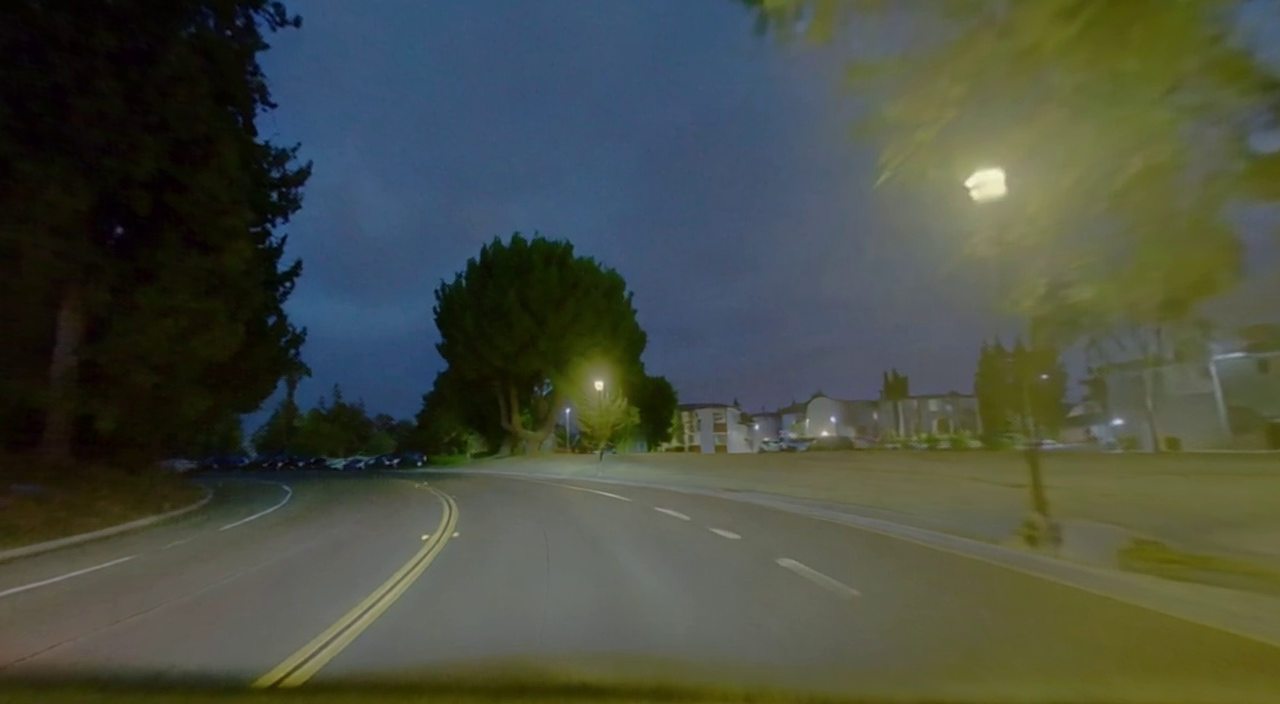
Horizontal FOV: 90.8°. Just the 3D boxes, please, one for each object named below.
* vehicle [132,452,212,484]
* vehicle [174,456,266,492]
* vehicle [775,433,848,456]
[{"bbox_3d":[-28.098,6.891,37.884,4.946,1.537,2.206,-4,-7,34],"label":"vehicle"},{"bbox_3d":[-20.766,5.884,31.031,2.772,1.161,7.241,3,-8,-41],"label":"vehicle"},{"bbox_3d":[11.233,6.117,41.603,4.462,1.474,1.765,-2,-9,9],"label":"vehicle"}]
